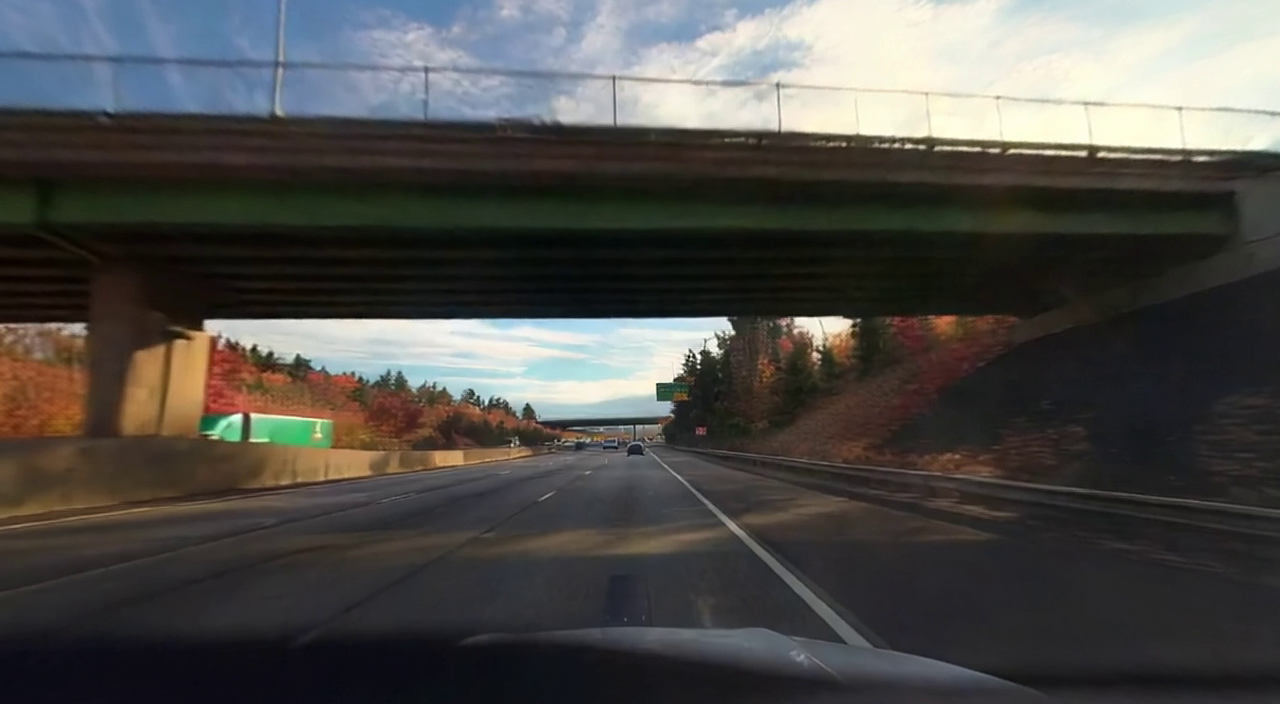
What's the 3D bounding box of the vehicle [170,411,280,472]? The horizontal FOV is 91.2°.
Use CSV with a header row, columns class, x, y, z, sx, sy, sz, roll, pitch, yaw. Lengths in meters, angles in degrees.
class,x,y,z,sx,sy,sz,roll,pitch,yaw
vehicle,-26.411,5.731,40.351,2.897,3.531,5.935,1,-8,-1
